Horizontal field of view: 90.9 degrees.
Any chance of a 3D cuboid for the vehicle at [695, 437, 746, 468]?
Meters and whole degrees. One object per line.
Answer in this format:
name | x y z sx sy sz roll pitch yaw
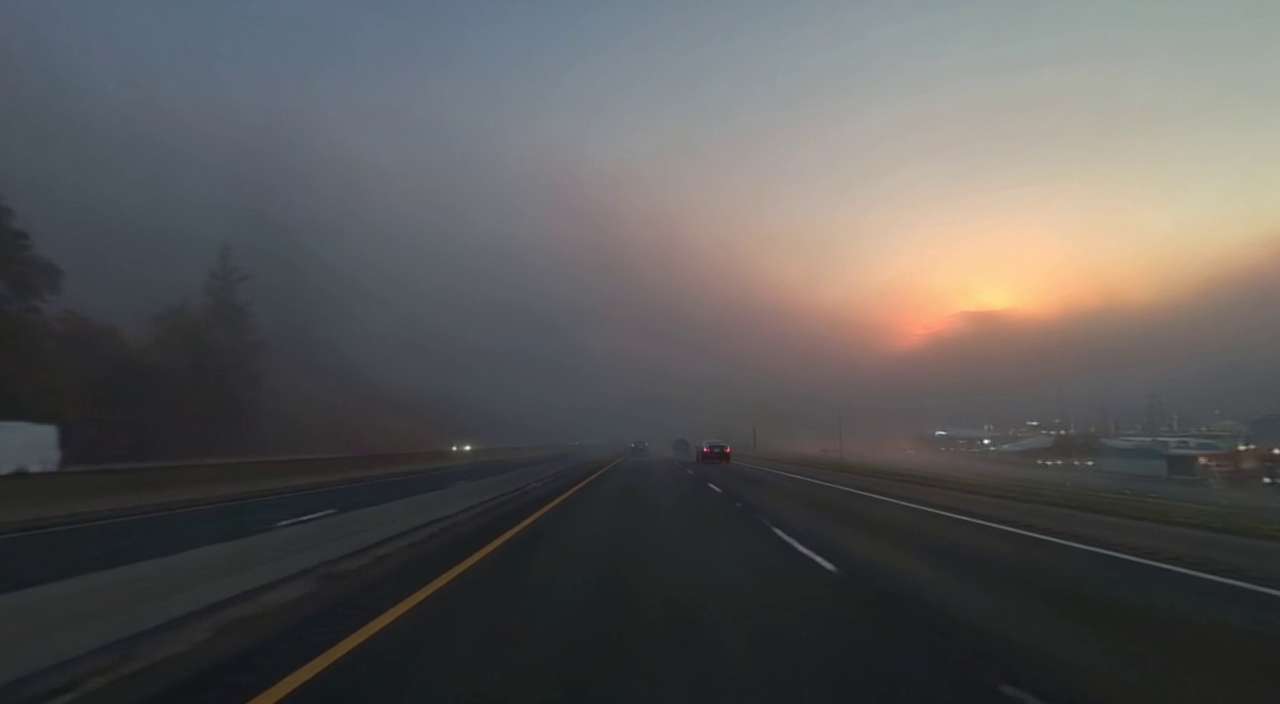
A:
vehicle | 4.124 5.216 32.944 2.062 1.518 4.026 0 -8 0
